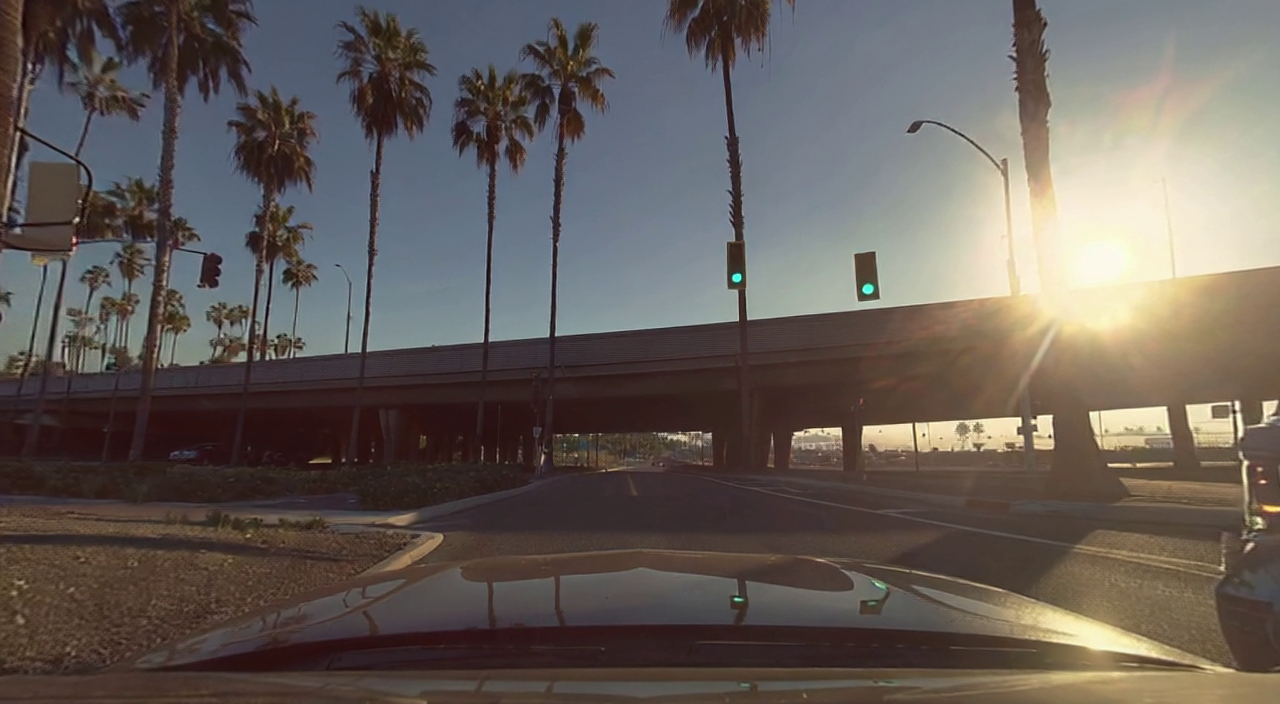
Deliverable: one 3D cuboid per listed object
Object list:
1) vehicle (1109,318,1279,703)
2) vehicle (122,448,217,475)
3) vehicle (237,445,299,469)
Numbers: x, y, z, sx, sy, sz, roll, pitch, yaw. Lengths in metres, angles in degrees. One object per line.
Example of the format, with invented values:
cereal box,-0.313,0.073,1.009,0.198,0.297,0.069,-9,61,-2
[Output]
vehicle,3.446,0.521,0.795,2.028,1.770,4.737,0,-9,0
vehicle,-26.563,6.169,35.754,1.830,1.443,4.551,0,-9,2
vehicle,-26.269,7.415,44.568,1.941,1.631,4.017,0,-9,0
